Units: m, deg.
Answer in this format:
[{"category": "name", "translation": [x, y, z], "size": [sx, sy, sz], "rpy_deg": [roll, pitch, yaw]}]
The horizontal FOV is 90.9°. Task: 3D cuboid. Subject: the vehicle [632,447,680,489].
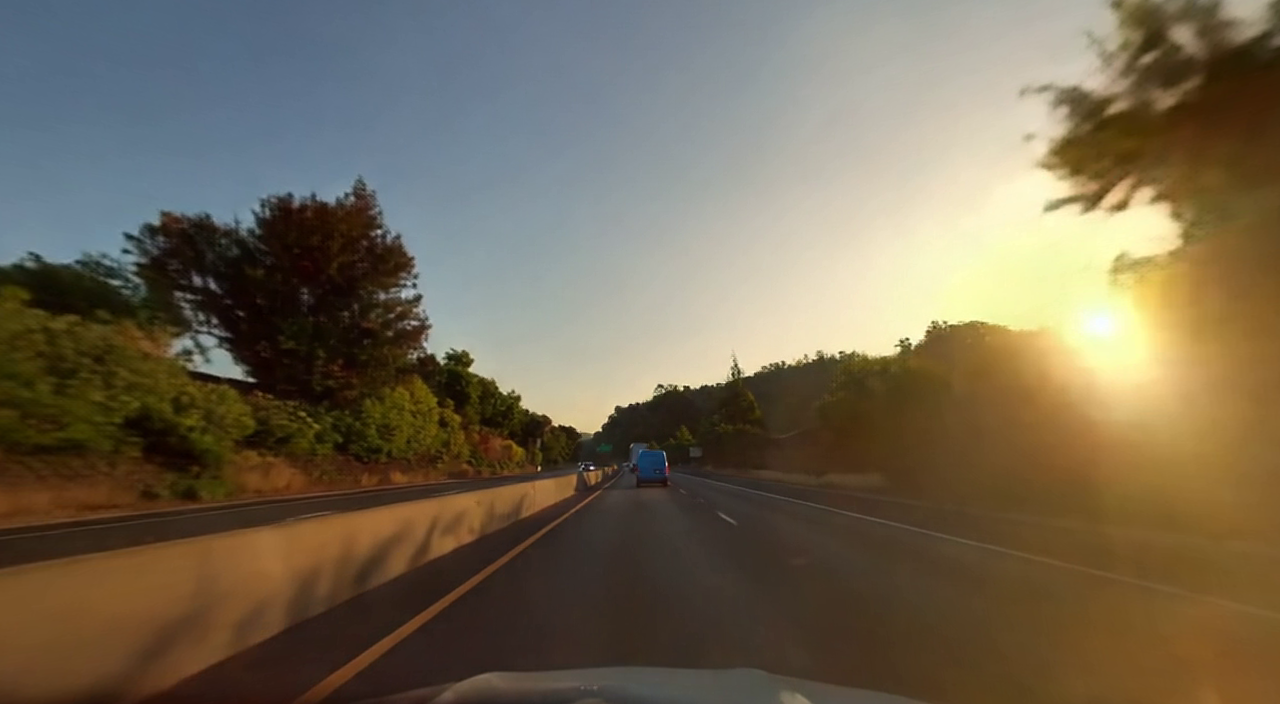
[{"category": "vehicle", "translation": [0.832, 6.600, 35.877], "size": [2.429, 2.167, 4.558], "rpy_deg": [1, -10, -2]}]
